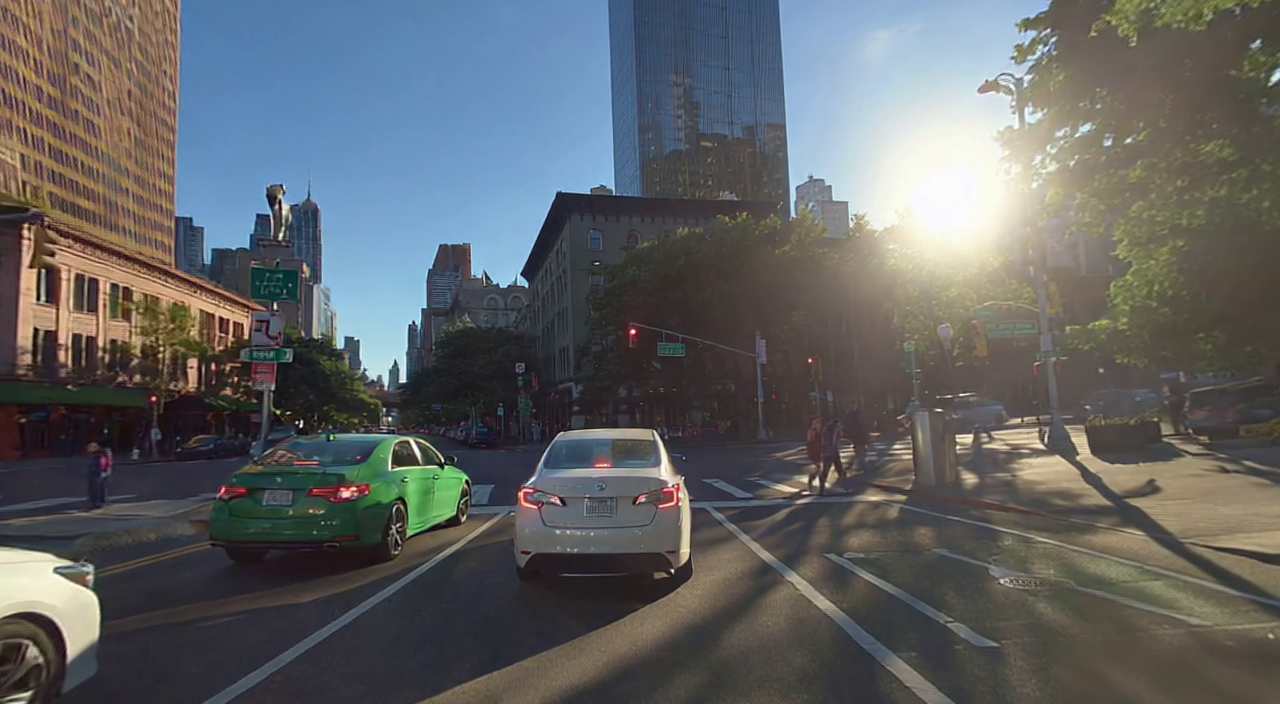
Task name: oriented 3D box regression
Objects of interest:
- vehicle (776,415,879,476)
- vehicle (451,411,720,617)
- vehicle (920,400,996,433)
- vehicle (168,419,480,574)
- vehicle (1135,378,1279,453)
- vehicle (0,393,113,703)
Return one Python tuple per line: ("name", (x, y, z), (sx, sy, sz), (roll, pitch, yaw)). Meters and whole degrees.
("vehicle", (5.960, 2.909, 19.732), (1.958, 1.667, 4.392), (-5, -10, 30))
("vehicle", (-0.423, 1.499, 6.732), (1.999, 1.520, 3.896), (0, -8, -1))
("vehicle", (19.011, 3.883, 37.695), (4.657, 1.769, 1.979), (6, -10, -35))
("vehicle", (-3.694, 1.756, 8.477), (1.934, 1.522, 4.287), (0, -8, 0))
("vehicle", (21.620, 2.362, 22.885), (5.863, 2.493, 2.354), (2, -9, -12))
("vehicle", (-3.917, 0.708, 1.192), (1.995, 1.524, 4.438), (0, -8, 0))
